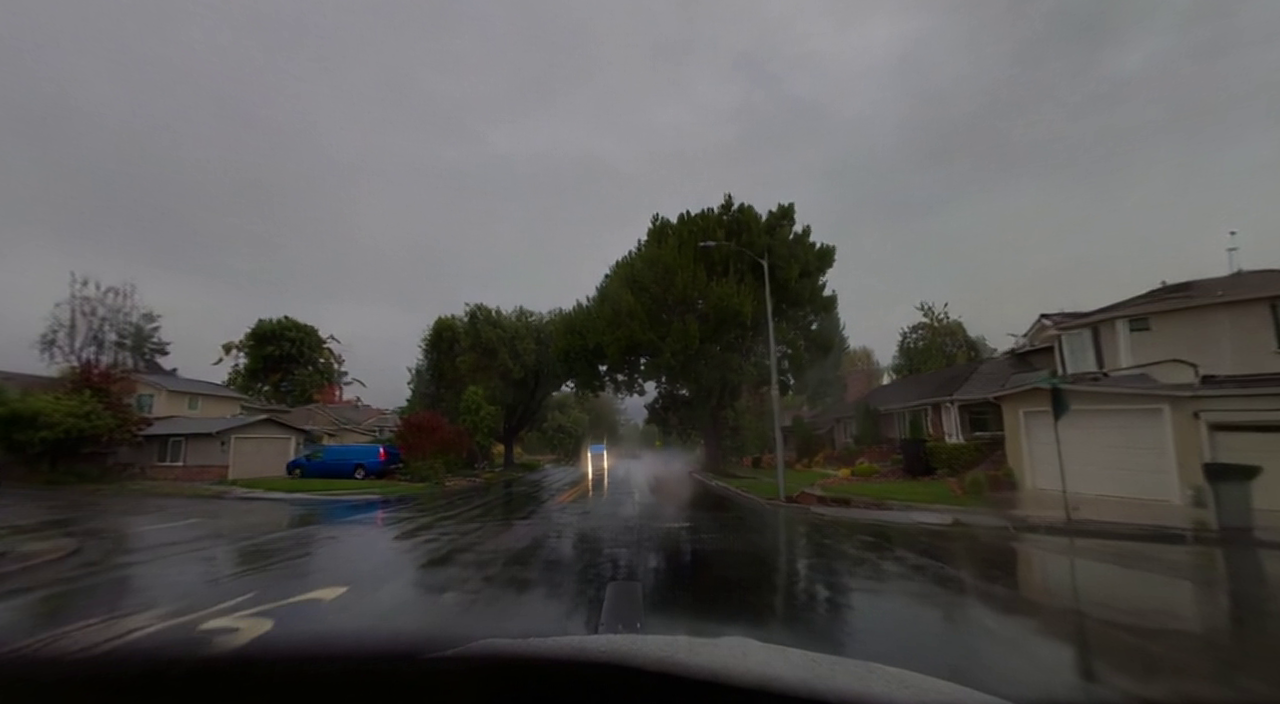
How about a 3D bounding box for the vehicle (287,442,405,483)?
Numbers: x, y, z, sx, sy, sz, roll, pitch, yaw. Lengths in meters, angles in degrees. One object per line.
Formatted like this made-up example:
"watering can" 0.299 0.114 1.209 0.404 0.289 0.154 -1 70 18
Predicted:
"vehicle" -14.427 5.419 31.300 2.145 1.839 4.837 -6 -10 33
